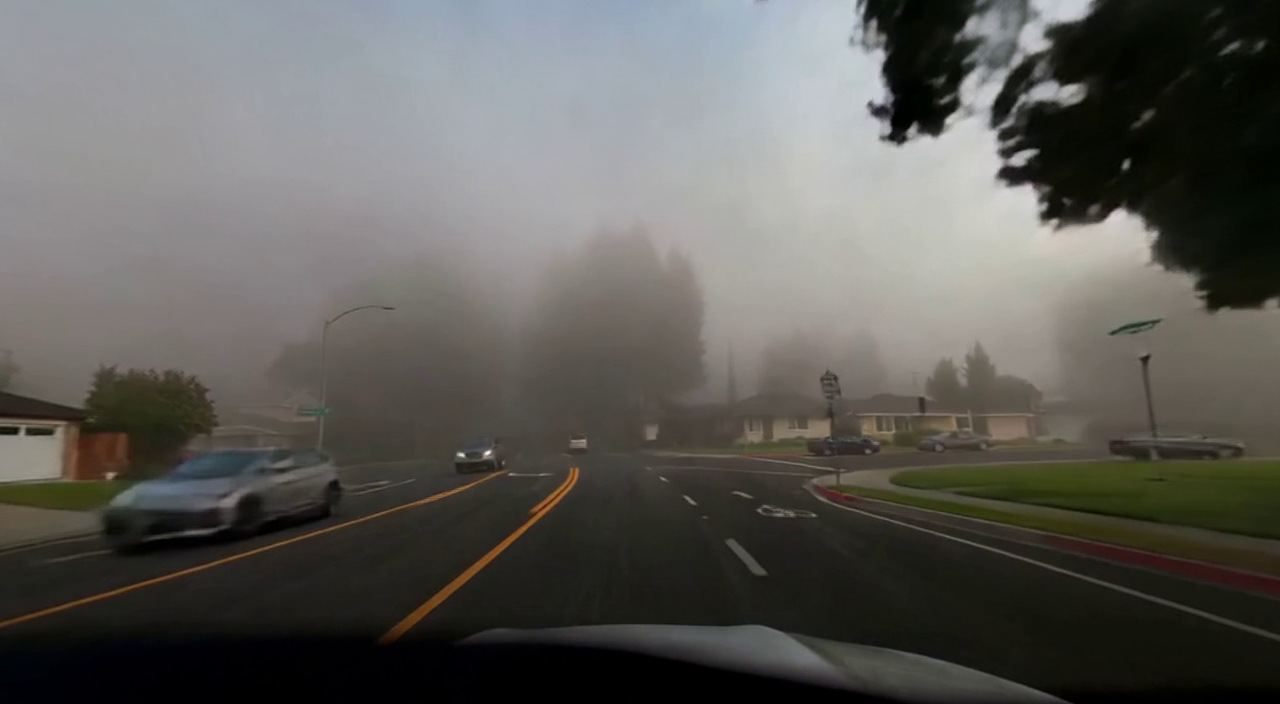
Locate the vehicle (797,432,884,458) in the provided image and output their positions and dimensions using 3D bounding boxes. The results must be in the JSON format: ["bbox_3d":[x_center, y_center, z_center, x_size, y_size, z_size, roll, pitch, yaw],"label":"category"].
[{"bbox_3d":[12.157,5.667,38.417,4.737,1.447,1.766,-2,-8,7],"label":"vehicle"}]

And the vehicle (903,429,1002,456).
[{"bbox_3d":[18.412,5.355,37.319,4.795,1.468,1.945,-2,-8,11],"label":"vehicle"}]

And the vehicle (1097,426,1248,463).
[{"bbox_3d":[23.250,4.072,27.722,4.607,1.481,1.884,-2,-8,12],"label":"vehicle"}]

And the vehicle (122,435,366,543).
[{"bbox_3d":[-7.135,2.446,12.064,1.910,1.538,4.478,-4,-8,-2],"label":"vehicle"}]

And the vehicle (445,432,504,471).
[{"bbox_3d":[-7.954,4.806,30.629,2.069,1.740,4.446,0,-8,-6],"label":"vehicle"}]
